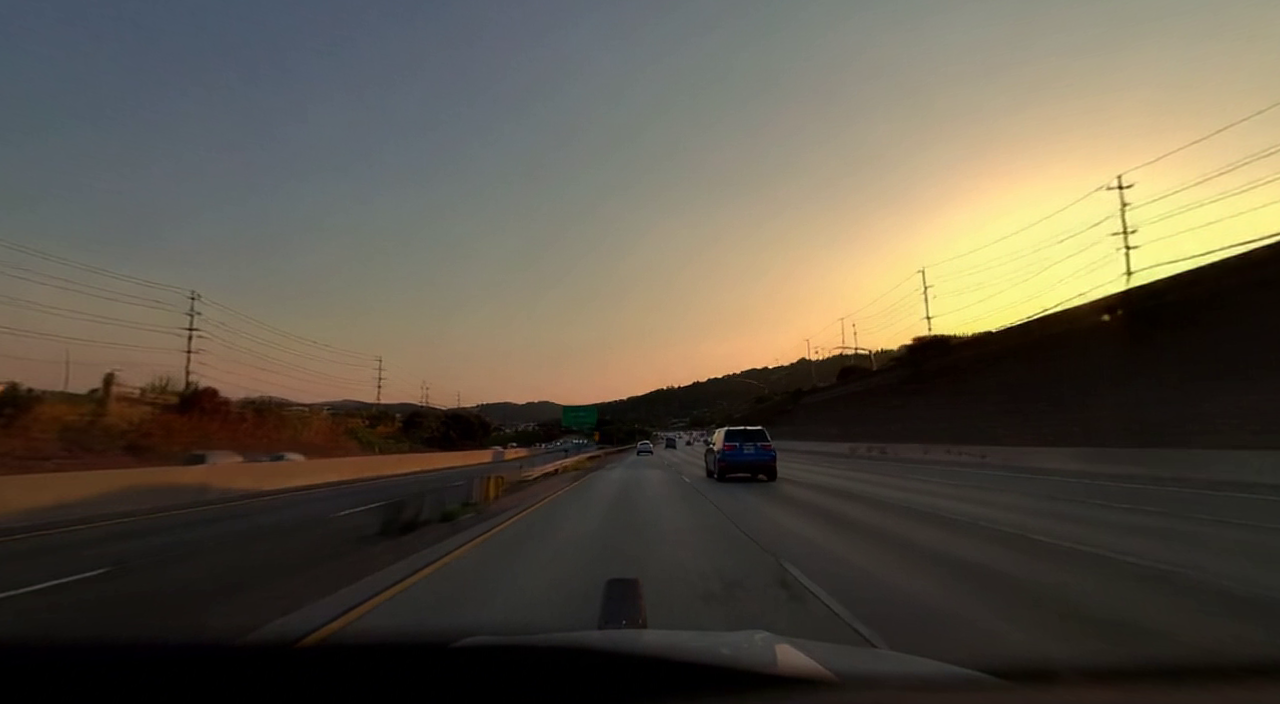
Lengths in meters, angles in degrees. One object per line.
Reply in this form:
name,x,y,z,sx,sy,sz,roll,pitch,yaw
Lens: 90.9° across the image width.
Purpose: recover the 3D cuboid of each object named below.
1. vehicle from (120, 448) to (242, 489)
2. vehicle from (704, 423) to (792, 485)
vehicle,-17.994,4.543,24.961,2.039,1.458,3.724,0,-8,-1
vehicle,3.492,3.395,21.296,2.120,1.832,4.287,0,-8,-1
